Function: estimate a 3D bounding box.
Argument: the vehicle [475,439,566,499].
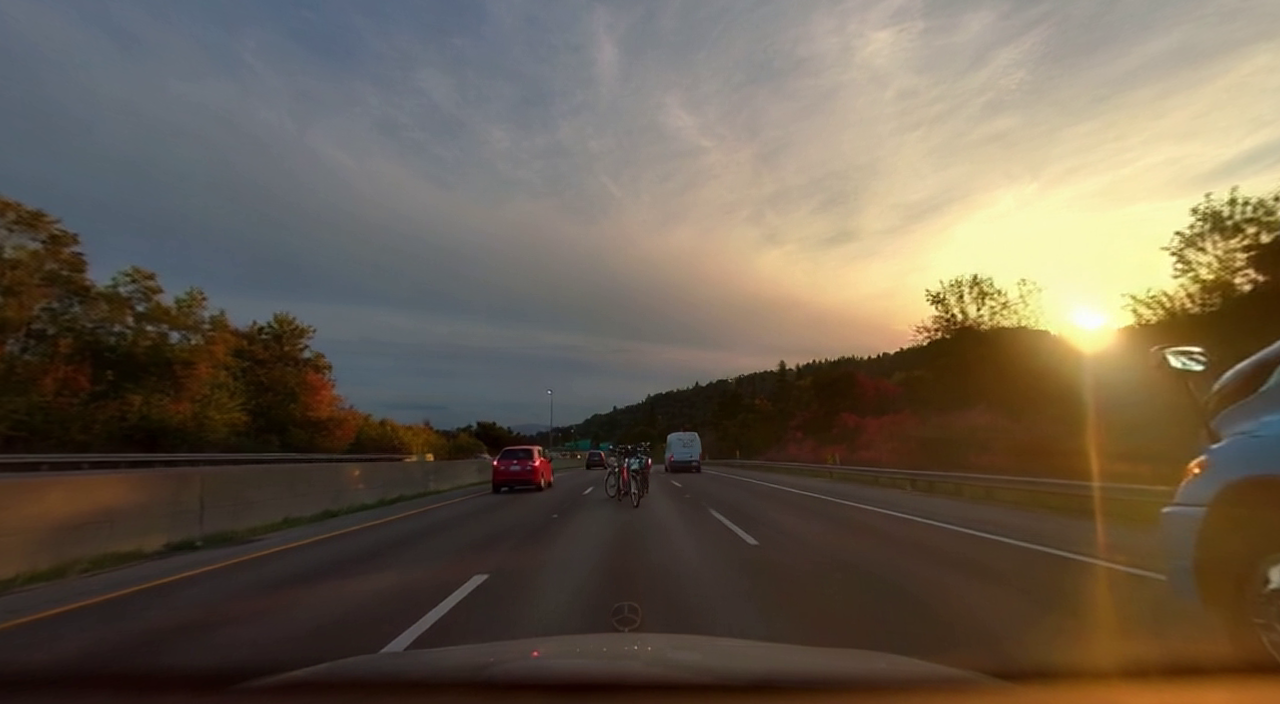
[{"bbox_3d":[-3.702,3.716,20.382,1.985,1.671,4.604,0,-9,1],"label":"vehicle"}]

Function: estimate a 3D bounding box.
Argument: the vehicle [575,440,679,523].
[{"bbox_3d":[-0.234,2.757,13.851,1.973,1.574,3.426,0,-9,0],"label":"vehicle"}]

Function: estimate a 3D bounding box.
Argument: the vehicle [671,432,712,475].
[{"bbox_3d":[3.445,6.934,43.195,2.234,2.679,5.372,0,-9,-1],"label":"vehicle"}]
